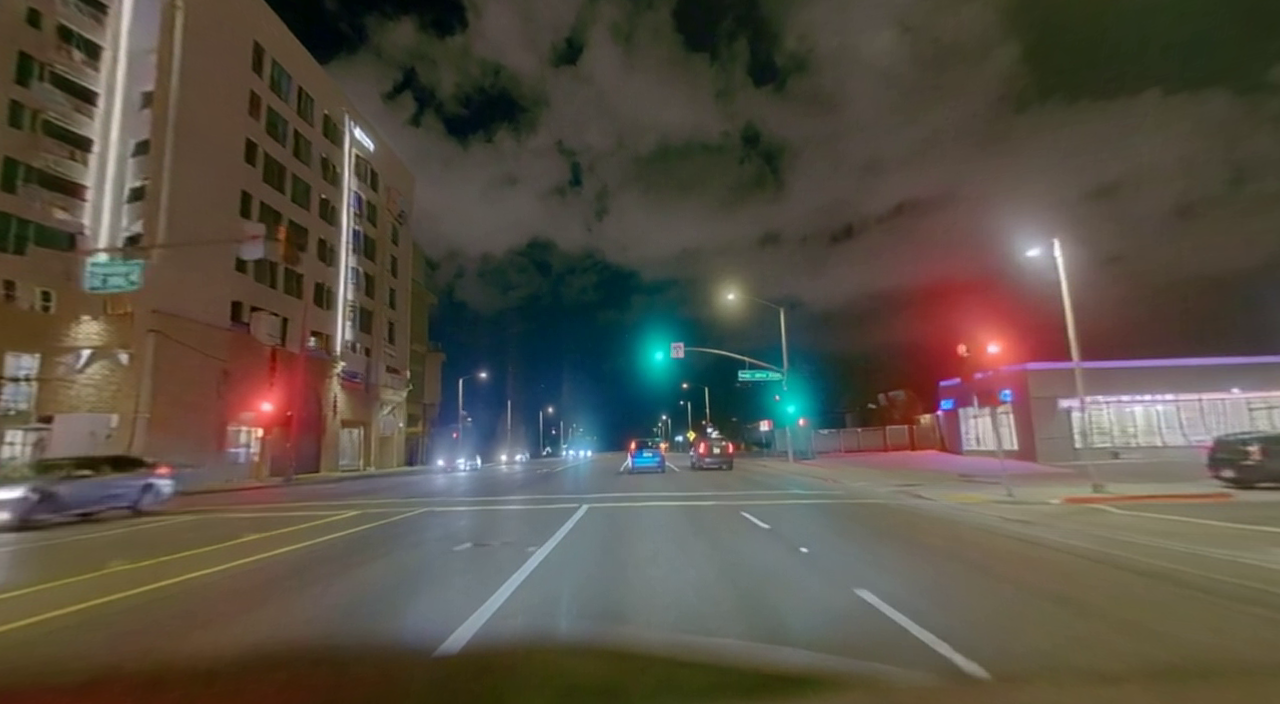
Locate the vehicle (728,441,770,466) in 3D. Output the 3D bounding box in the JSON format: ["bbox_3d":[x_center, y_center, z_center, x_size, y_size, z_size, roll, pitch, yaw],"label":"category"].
[{"bbox_3d":[7.188,6.742,41.904,1.961,1.510,4.707,0,-9,0],"label":"vehicle"}]

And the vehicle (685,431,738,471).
[{"bbox_3d":[3.743,5.295,33.878,2.159,1.938,4.836,0,-8,-1],"label":"vehicle"}]

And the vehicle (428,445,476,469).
[{"bbox_3d":[-13.655,7.646,46.008,1.984,1.618,4.568,0,-8,1],"label":"vehicle"}]

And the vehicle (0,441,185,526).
[{"bbox_3d":[-13.965,3.104,15.549,2.082,1.772,4.447,0,-8,0],"label":"vehicle"}]

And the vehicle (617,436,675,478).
[{"bbox_3d":[0.222,4.394,26.636,2.245,1.587,4.094,0,-8,-1],"label":"vehicle"}]
